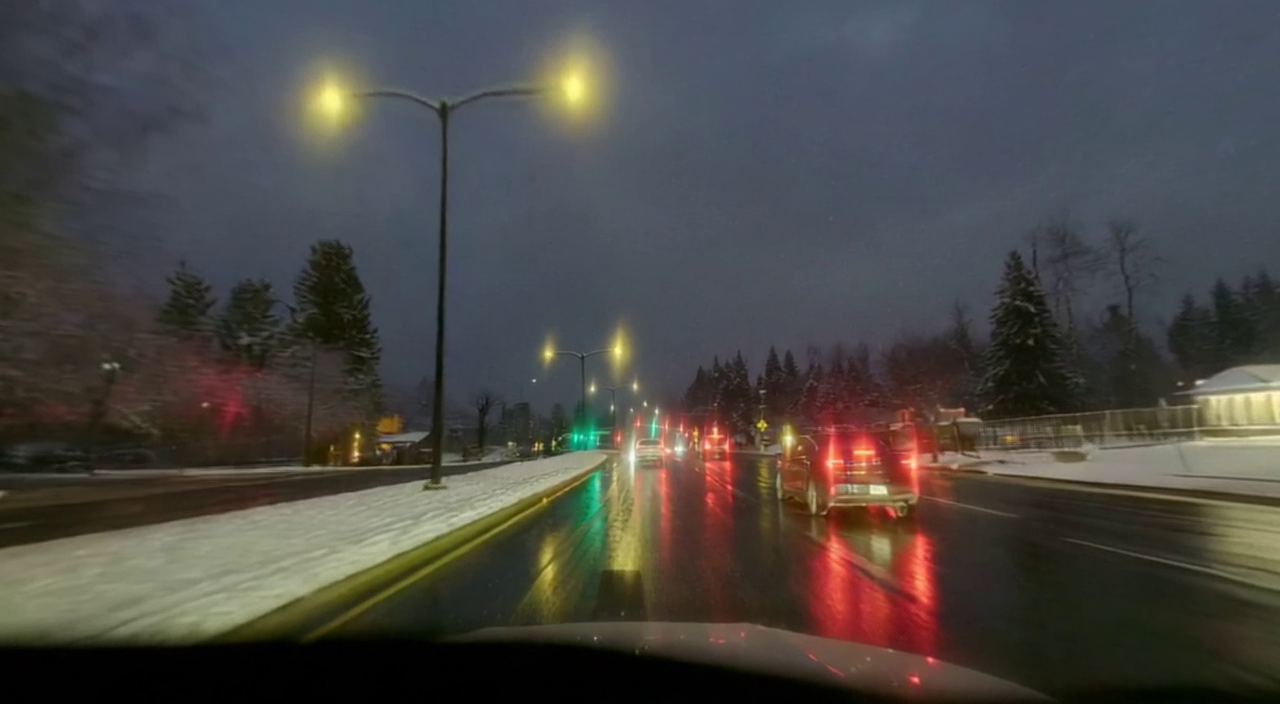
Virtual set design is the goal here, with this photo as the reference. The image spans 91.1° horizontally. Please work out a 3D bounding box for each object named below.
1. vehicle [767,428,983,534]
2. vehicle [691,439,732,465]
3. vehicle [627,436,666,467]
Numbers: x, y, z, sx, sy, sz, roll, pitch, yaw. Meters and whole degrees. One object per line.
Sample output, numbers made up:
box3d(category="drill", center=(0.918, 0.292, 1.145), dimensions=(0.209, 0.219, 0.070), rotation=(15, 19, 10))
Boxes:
box3d(category="vehicle", center=(3.870, 2.222, 11.466), dimensions=(2.119, 1.509, 4.756), rotation=(0, -8, 0))
box3d(category="vehicle", center=(4.371, 6.207, 38.960), dimensions=(1.980, 1.515, 4.362), rotation=(0, -8, 0))
box3d(category="vehicle", center=(0.415, 5.871, 37.105), dimensions=(2.172, 1.694, 4.055), rotation=(0, -8, 1))
